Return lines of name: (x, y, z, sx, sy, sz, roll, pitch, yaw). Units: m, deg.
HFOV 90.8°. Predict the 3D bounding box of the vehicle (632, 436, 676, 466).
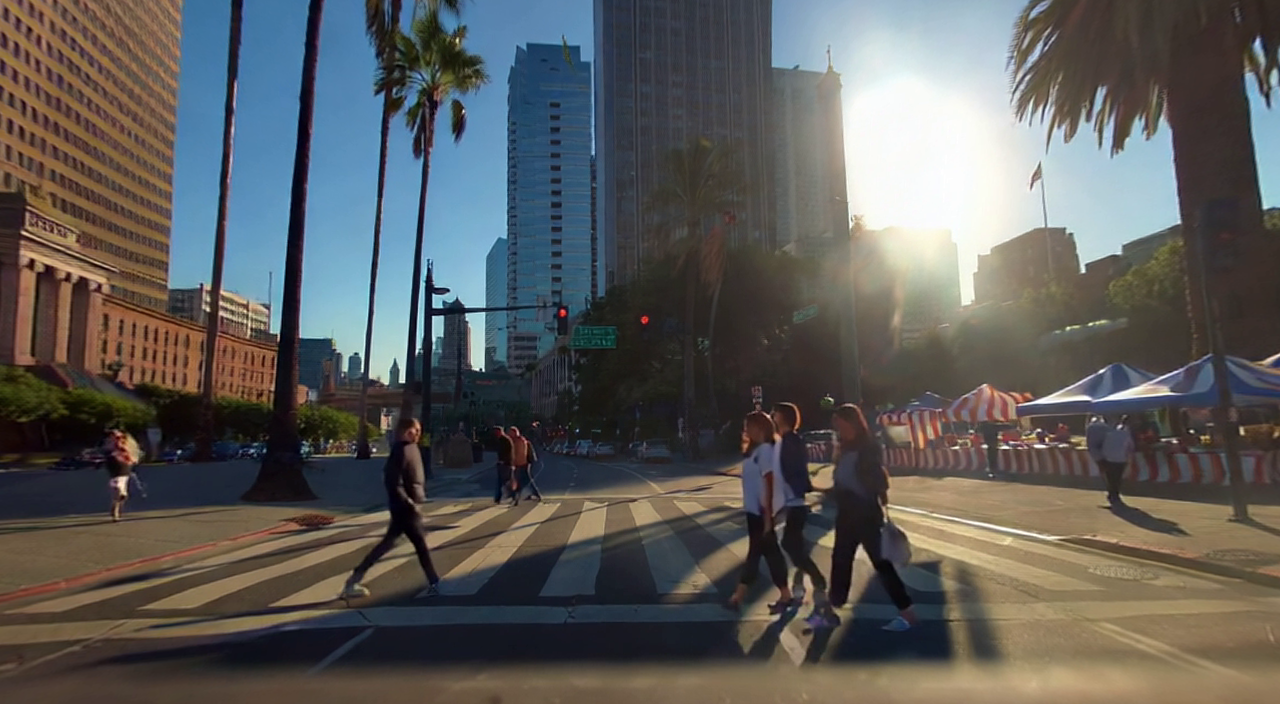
vehicle: (0.936, 7.282, 46.565, 2.322, 2.071, 5.366, 1, -9, -9)
